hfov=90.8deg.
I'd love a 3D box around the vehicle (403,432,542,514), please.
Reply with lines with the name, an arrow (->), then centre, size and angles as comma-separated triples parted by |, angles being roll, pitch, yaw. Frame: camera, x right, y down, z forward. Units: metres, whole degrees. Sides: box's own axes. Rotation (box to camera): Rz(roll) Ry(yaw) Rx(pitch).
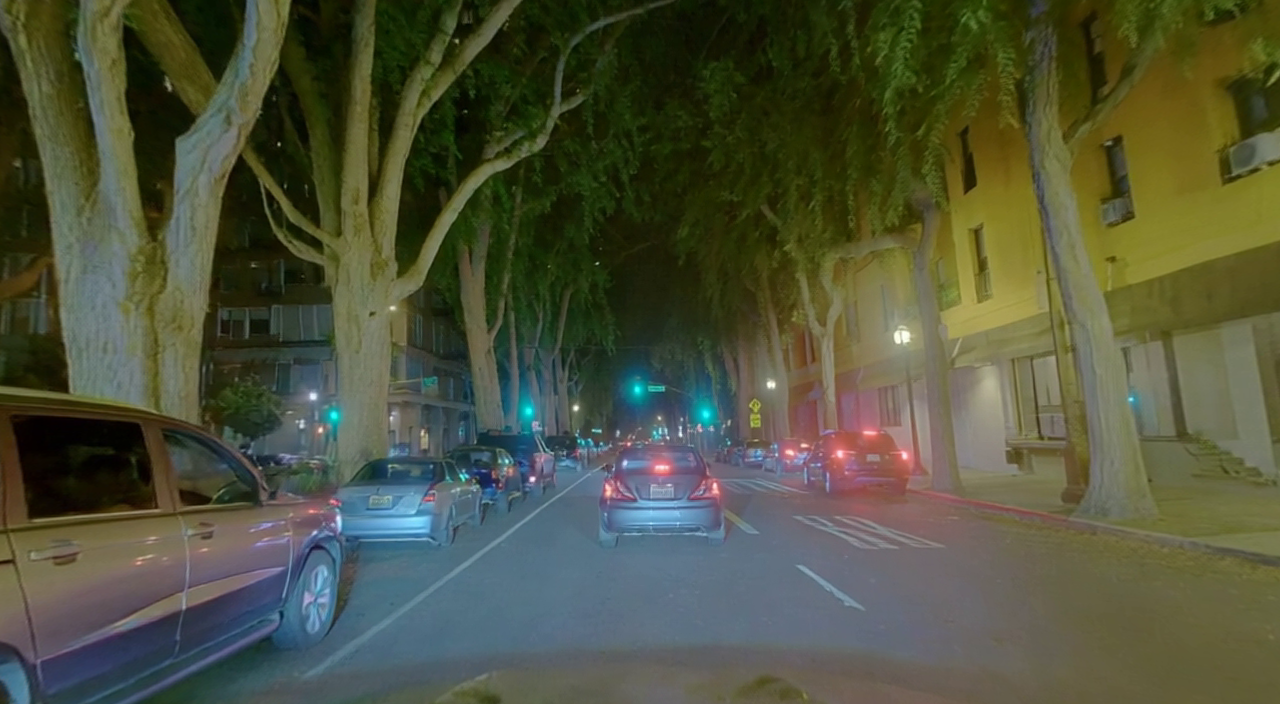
vehicle -> -3.508, 2.623, 14.233 | 1.901, 1.522, 4.556 | 0, -9, 0

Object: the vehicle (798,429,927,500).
vehicle -> 6.341, 3.248, 18.688 | 2.025, 1.808, 4.579 | 0, -9, -2

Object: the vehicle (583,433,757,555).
vehicle -> 0.271, 1.994, 9.572 | 2.095, 1.438, 3.843 | 0, -9, -3

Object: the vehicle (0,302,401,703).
vehicle -> -3.269, 0.931, 3.394 | 2.152, 1.802, 4.628 | 0, -9, 0
